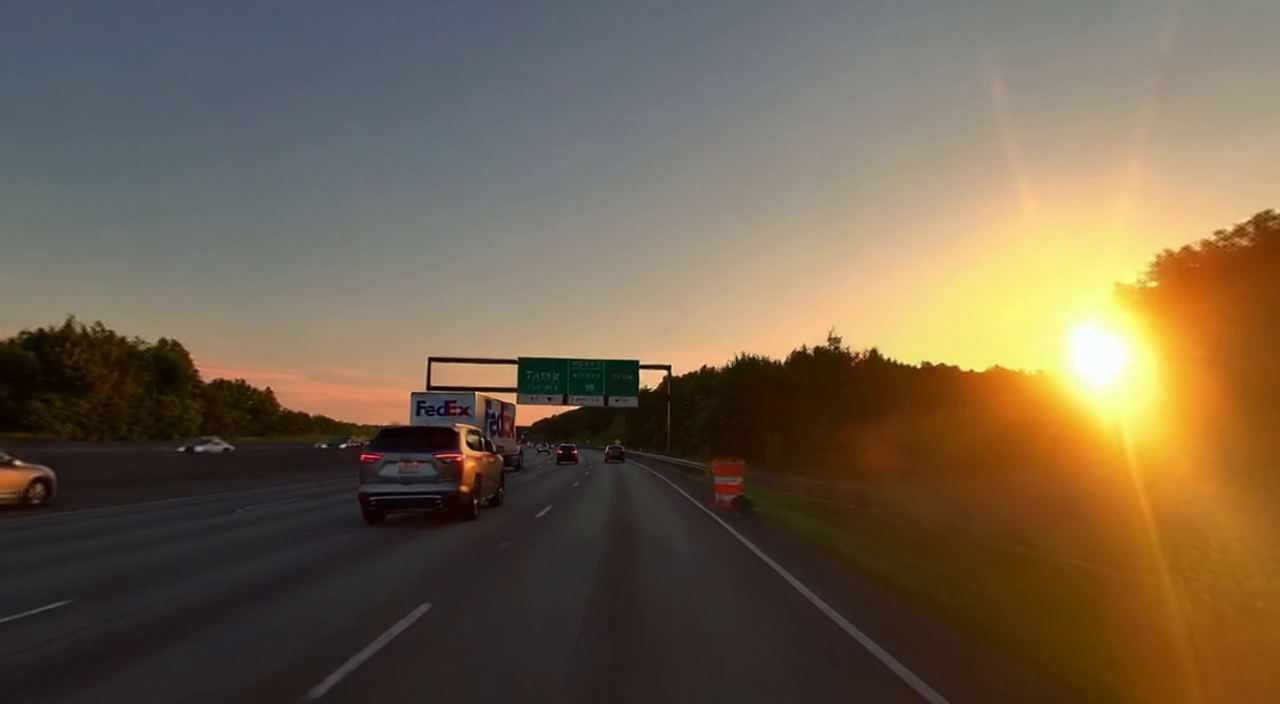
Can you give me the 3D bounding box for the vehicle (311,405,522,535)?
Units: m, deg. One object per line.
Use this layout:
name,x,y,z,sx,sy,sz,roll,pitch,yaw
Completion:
vehicle,-3.684,2.067,11.556,2.170,1.886,4.628,0,-9,-1

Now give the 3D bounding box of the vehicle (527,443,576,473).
vehicle,-4.709,5.688,34.130,2.192,1.478,4.591,0,-9,-3

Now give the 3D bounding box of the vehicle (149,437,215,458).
vehicle,-35.474,7.402,49.088,1.841,1.521,4.545,1,-9,-3
